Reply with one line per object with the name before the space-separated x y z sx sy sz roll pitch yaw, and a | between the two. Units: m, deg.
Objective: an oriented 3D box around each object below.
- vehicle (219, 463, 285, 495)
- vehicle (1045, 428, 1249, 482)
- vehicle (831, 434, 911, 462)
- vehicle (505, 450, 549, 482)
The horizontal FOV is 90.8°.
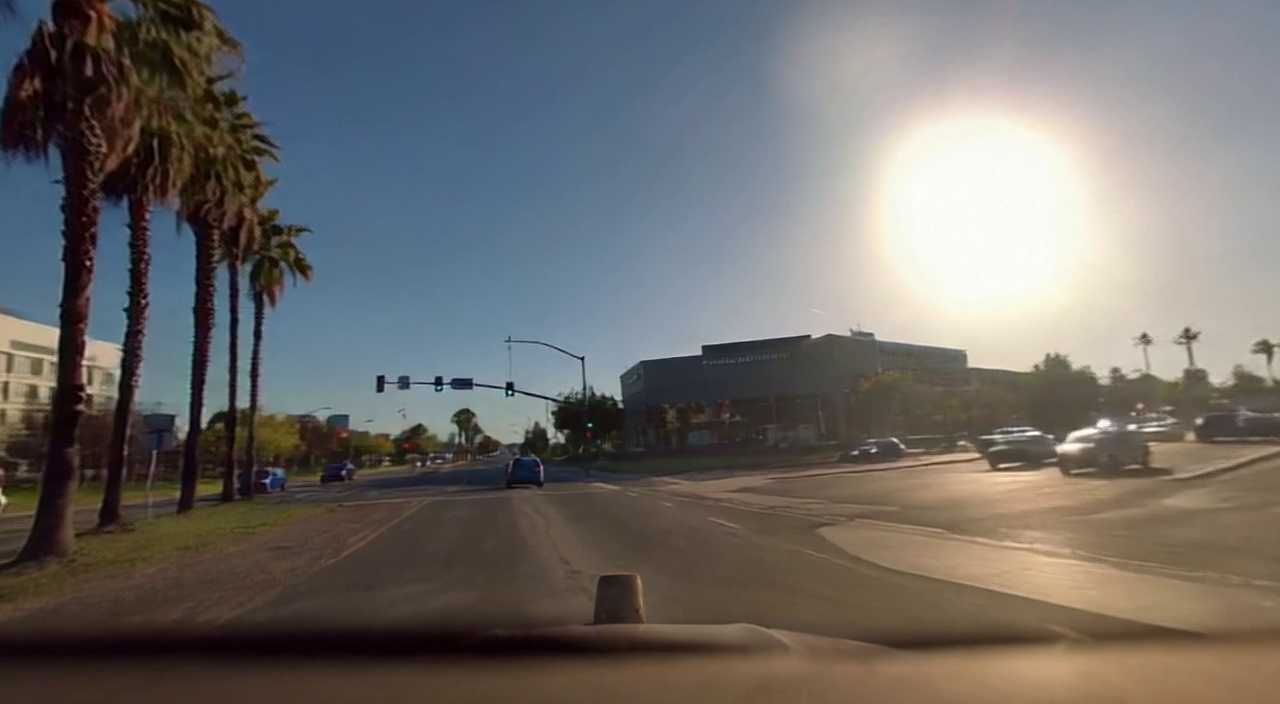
vehicle | -22.148 7.241 36.250 2.027 1.534 4.779 2 -9 -17
vehicle | 14.262 2.891 17.898 4.355 1.398 2.085 1 -9 -11
vehicle | 13.371 5.603 36.902 2.046 1.481 4.936 1 -9 -12
vehicle | -6.230 6.175 34.469 1.969 1.555 4.431 2 -9 -15
